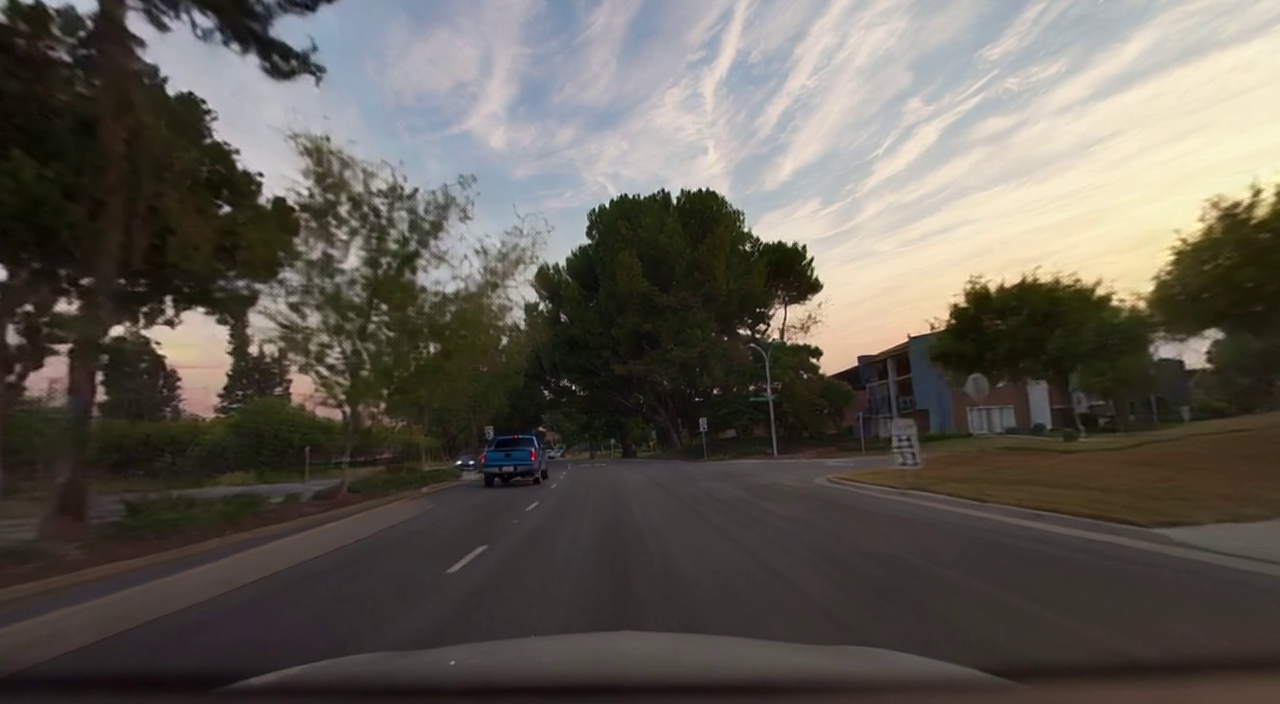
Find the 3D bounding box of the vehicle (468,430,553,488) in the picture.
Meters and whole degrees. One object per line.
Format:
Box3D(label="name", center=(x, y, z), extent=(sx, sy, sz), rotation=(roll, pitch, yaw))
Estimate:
Box3D(label="vehicle", center=(-4.664, 4.001, 23.932), extent=(2.267, 1.849, 6.402), rotation=(0, -9, -4))
